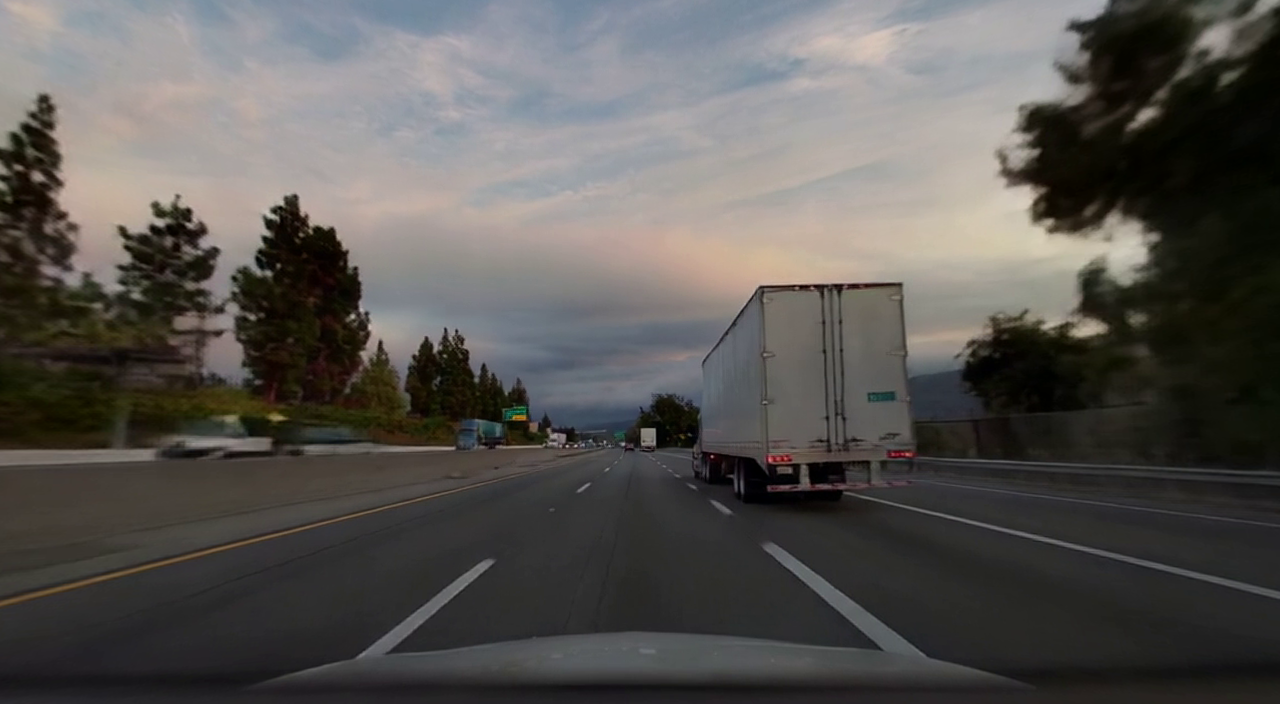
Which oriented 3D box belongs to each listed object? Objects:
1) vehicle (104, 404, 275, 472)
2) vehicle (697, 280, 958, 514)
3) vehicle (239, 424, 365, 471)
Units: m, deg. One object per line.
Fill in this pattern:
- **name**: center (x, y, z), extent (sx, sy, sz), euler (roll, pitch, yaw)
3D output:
- **vehicle**: center (-15.919, 3.137, 22.747), extent (2.397, 2.171, 4.968), euler (0, -9, 0)
- **vehicle**: center (3.969, 1.800, 18.429), extent (3.323, 4.262, 14.056), euler (0, -9, 0)
- **vehicle**: center (-12.402, 3.553, 23.544), extent (2.187, 1.567, 4.527), euler (0, -9, 0)
